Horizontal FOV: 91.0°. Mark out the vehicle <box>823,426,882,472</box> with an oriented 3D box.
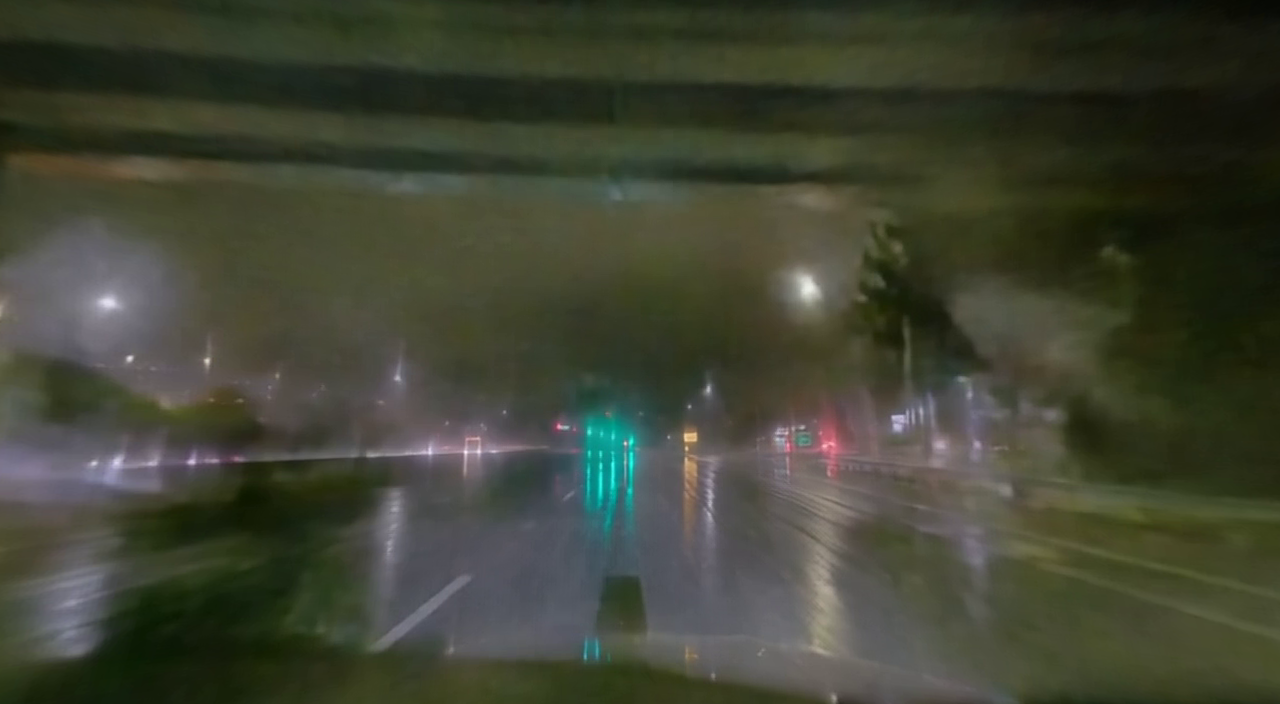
[{"bbox_3d":[13.531,6.242,40.457,2.789,2.778,3.541,-1,-9,6],"label":"vehicle"}]
